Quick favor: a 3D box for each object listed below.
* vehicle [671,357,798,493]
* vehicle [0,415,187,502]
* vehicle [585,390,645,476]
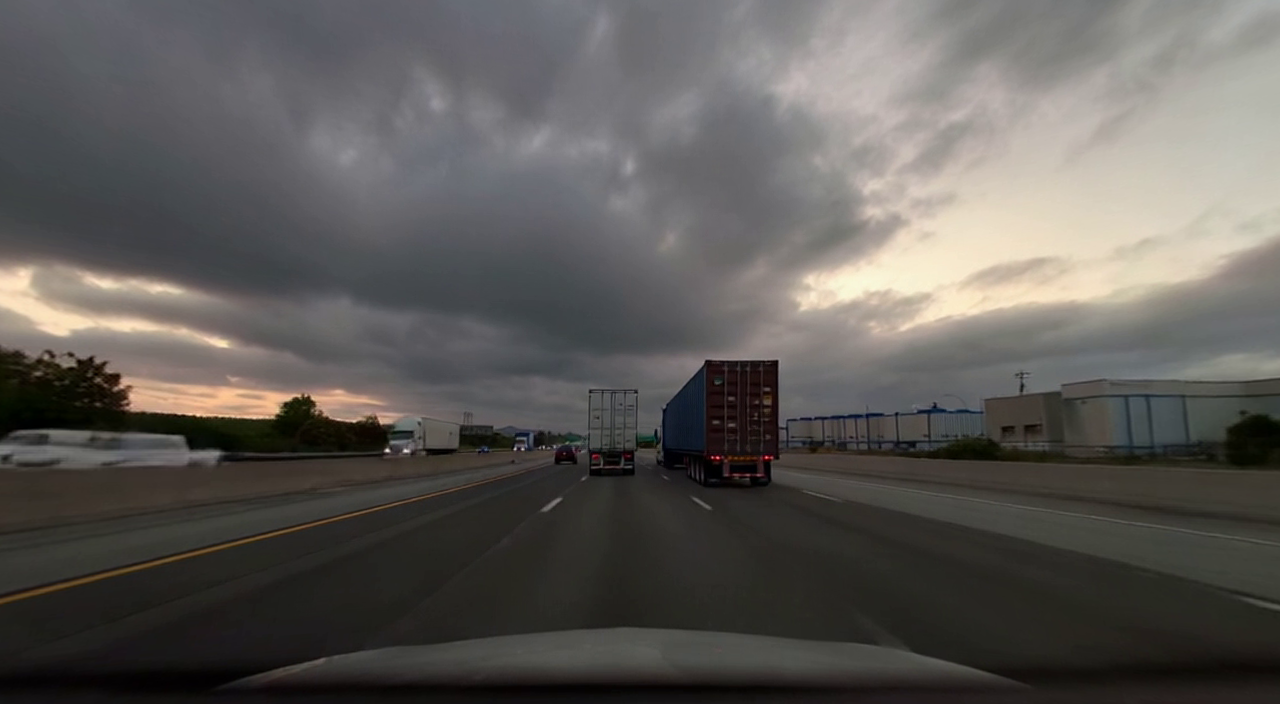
[{"bbox_3d":[3.150,3.125,25.414,2.803,4.072,12.744,0,-9,-1],"label":"vehicle"},{"bbox_3d":[-12.725,2.335,14.069,1.968,1.601,4.575,0,-9,-1],"label":"vehicle"},{"bbox_3d":[-1.319,4.782,36.408,2.841,4.071,12.046,0,-8,-1],"label":"vehicle"}]
